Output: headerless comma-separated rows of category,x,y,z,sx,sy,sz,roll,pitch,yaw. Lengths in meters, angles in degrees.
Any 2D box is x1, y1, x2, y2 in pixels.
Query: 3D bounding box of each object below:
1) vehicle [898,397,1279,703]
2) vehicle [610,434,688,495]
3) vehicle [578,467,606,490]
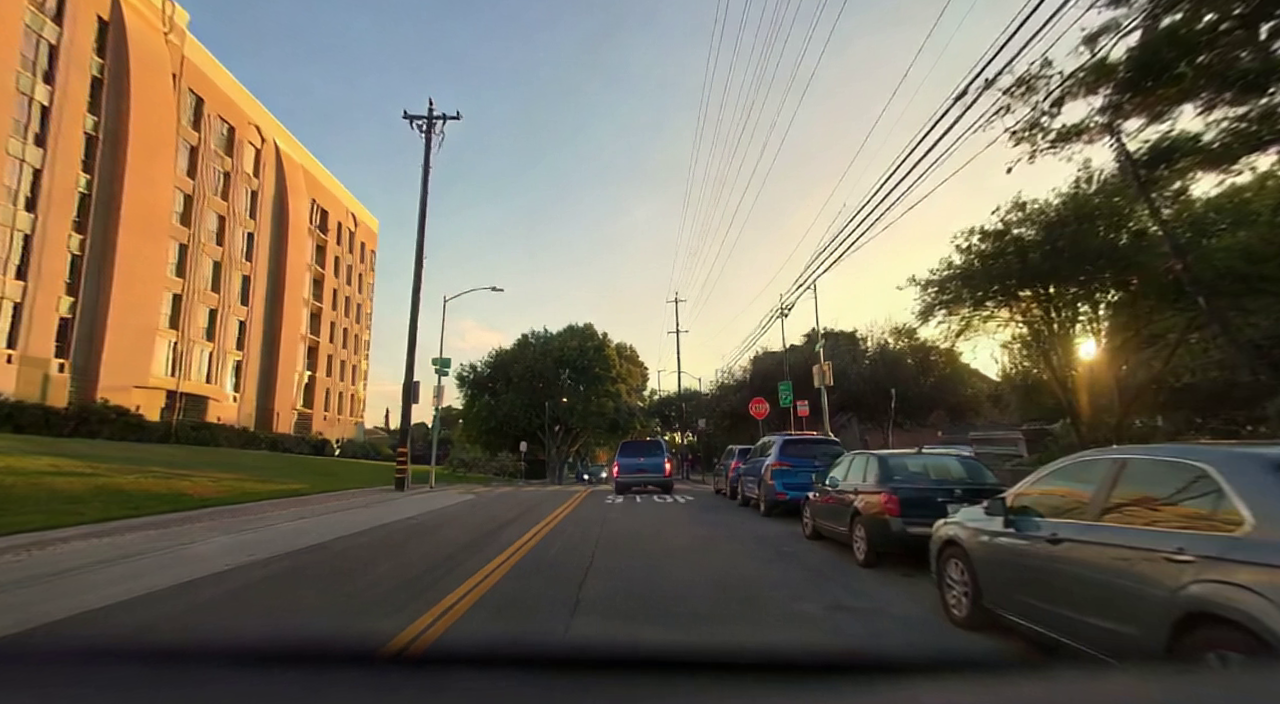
vehicle,3.358,1.144,3.531,2.041,1.581,4.089,0,-8,-1
vehicle,0.438,3.720,21.315,2.214,1.789,4.872,-1,-8,5
vehicle,-3.684,9.750,48.997,1.911,1.563,4.057,0,-8,-1
